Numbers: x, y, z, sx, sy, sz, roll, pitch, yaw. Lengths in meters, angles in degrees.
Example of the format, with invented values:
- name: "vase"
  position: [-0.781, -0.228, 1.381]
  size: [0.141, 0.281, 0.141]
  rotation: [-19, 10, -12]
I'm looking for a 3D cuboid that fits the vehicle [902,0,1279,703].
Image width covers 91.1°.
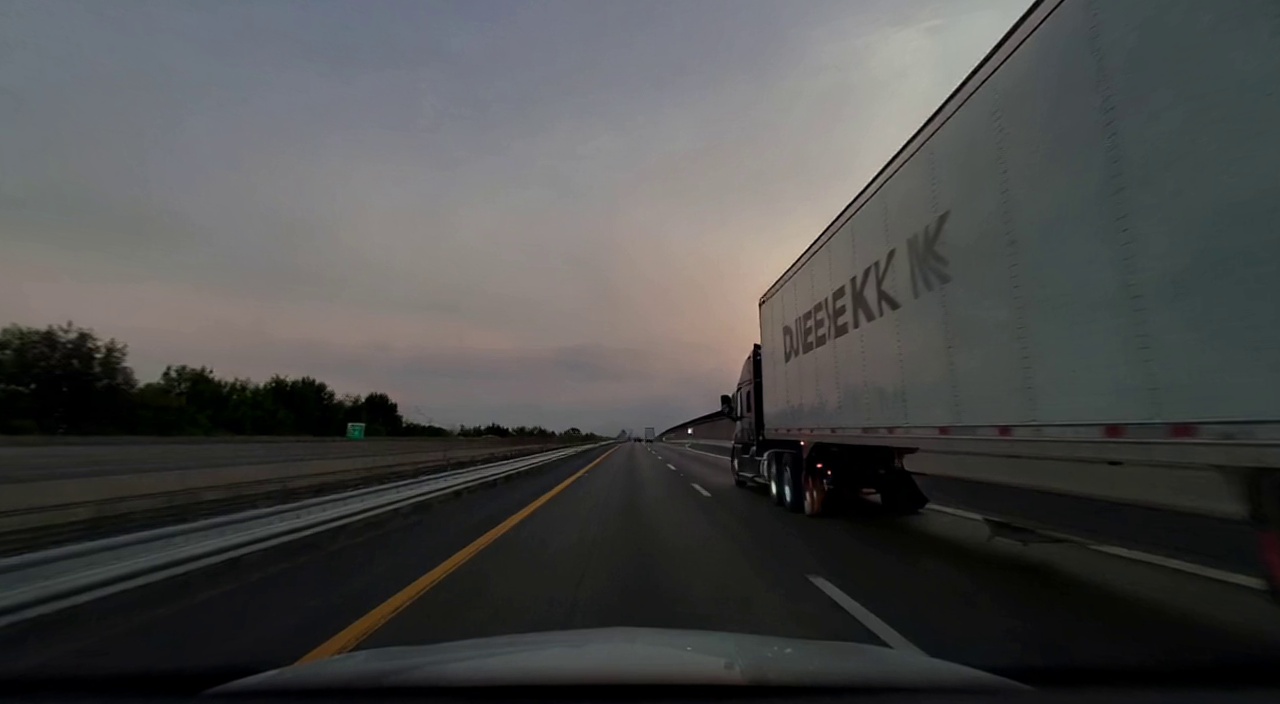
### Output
- name: "vehicle"
  position: [4.004, -0.665, 1.255]
  size: [2.946, 4.135, 8.808]
  rotation: [0, -8, -1]
